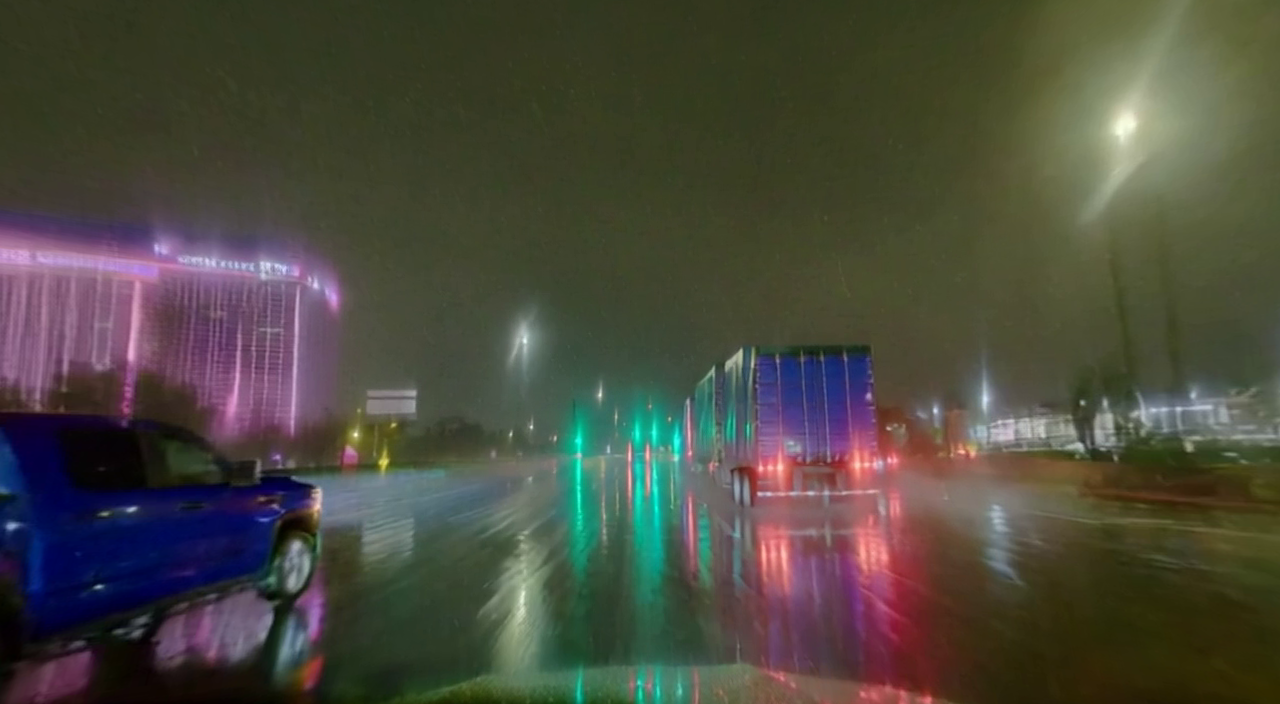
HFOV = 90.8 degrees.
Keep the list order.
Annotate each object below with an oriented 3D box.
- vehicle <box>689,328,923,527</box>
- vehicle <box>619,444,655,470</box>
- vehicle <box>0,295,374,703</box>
[{"bbox_3d":[3.177,2.046,16.099,2.934,3.325,10.986,0,-8,0],"label":"vehicle"},{"bbox_3d":[-0.163,5.951,36.022,1.929,1.395,3.999,0,-8,0],"label":"vehicle"},{"bbox_3d":[-3.388,0.820,2.948,2.229,1.806,4.698,0,-8,0],"label":"vehicle"}]
